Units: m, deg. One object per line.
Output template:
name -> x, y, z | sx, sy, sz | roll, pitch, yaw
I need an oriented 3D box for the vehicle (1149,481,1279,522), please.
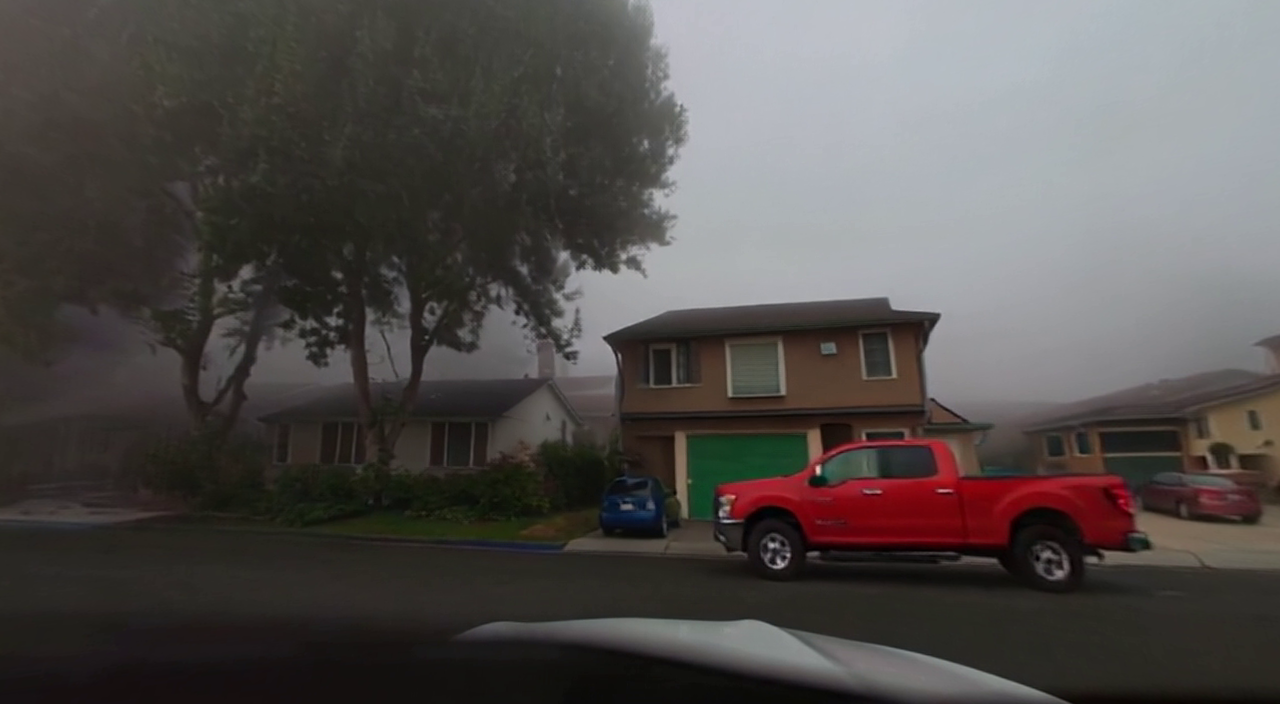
vehicle -> 23.637, 6.099, 25.820 | 3.897, 1.416, 1.703 | -2, -9, 14

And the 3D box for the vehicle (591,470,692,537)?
vehicle -> 0.152, 4.294, 18.260 | 1.869, 1.460, 3.826 | -5, -9, 15

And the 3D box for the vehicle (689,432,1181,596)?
vehicle -> 3.660, 2.108, 8.972 | 5.600, 1.835, 2.161 | -2, -9, 14
